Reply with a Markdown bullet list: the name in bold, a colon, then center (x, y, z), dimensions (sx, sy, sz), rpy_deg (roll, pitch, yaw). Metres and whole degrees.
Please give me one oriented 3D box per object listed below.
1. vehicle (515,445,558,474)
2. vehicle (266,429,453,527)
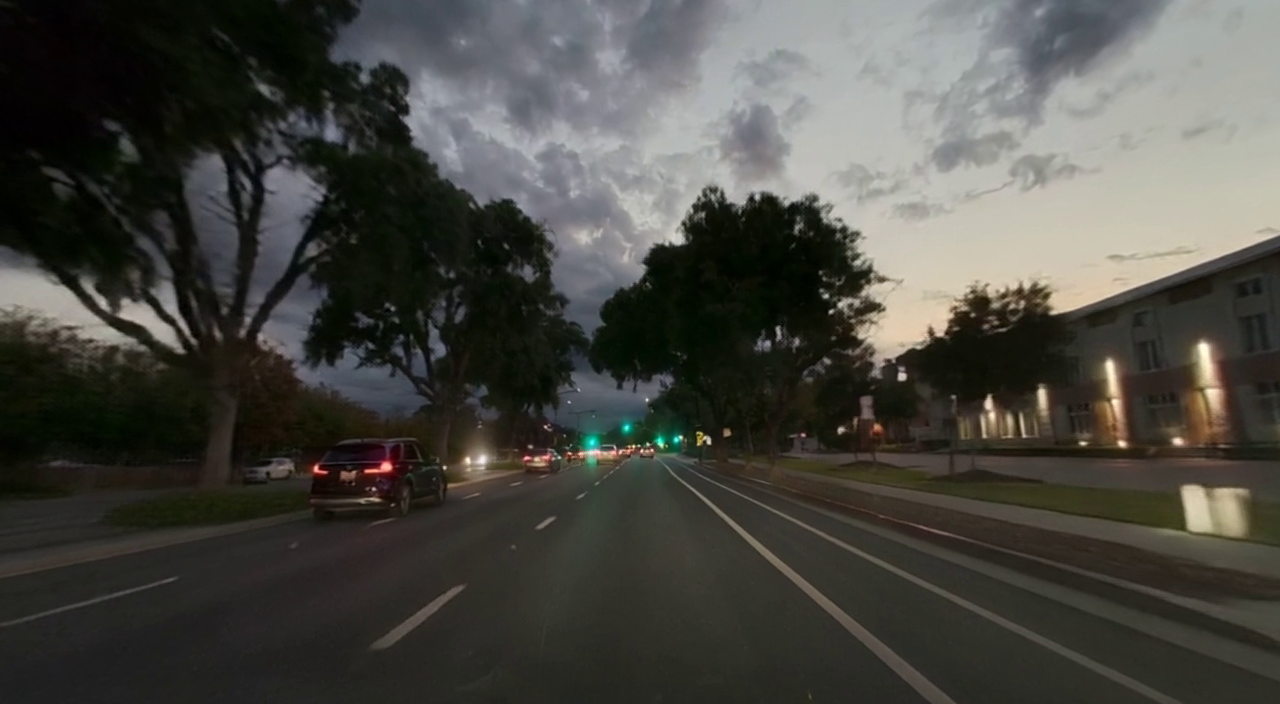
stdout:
- **vehicle**: center (-6.453, 6.741, 39.829), dimensions (1.985, 1.708, 4.310), rpy_deg (0, -9, 0)
- **vehicle**: center (-5.789, 2.639, 13.763), dimensions (2.123, 1.761, 4.322), rpy_deg (0, -9, -1)
